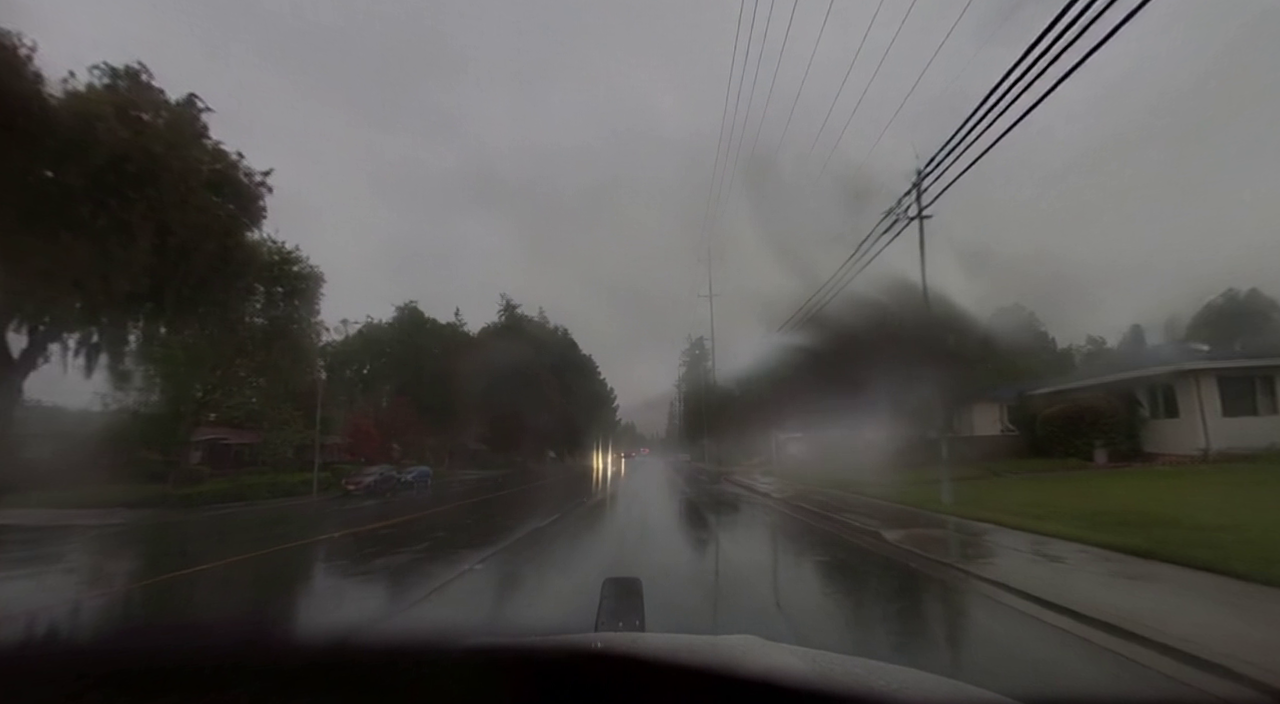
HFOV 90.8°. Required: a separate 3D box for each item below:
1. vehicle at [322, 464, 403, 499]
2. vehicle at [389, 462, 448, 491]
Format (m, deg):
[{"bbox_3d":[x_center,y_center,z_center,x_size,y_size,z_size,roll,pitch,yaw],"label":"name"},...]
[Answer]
[{"bbox_3d":[-13.679,6.389,31.467,1.936,1.489,4.311,-1,-9,3],"label":"vehicle"},{"bbox_3d":[-13.371,7.535,38.459,1.863,1.481,4.363,-3,-9,3],"label":"vehicle"}]
